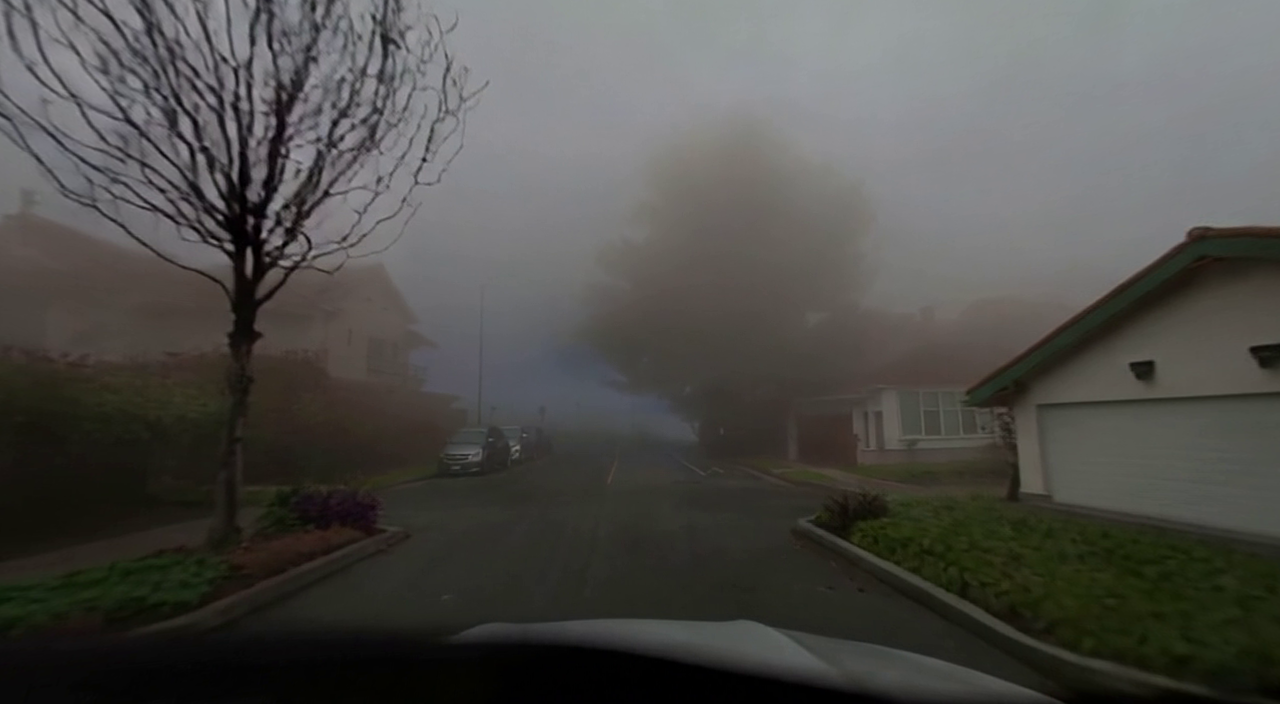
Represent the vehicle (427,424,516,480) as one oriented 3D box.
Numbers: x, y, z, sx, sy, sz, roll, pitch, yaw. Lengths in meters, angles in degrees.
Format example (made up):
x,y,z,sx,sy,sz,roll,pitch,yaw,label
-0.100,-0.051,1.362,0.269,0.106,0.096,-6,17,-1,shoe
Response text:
x,y,z,sx,sy,sz,roll,pitch,yaw,label
-5.838,3.504,22.417,2.147,1.780,4.165,0,-8,-2,vehicle
